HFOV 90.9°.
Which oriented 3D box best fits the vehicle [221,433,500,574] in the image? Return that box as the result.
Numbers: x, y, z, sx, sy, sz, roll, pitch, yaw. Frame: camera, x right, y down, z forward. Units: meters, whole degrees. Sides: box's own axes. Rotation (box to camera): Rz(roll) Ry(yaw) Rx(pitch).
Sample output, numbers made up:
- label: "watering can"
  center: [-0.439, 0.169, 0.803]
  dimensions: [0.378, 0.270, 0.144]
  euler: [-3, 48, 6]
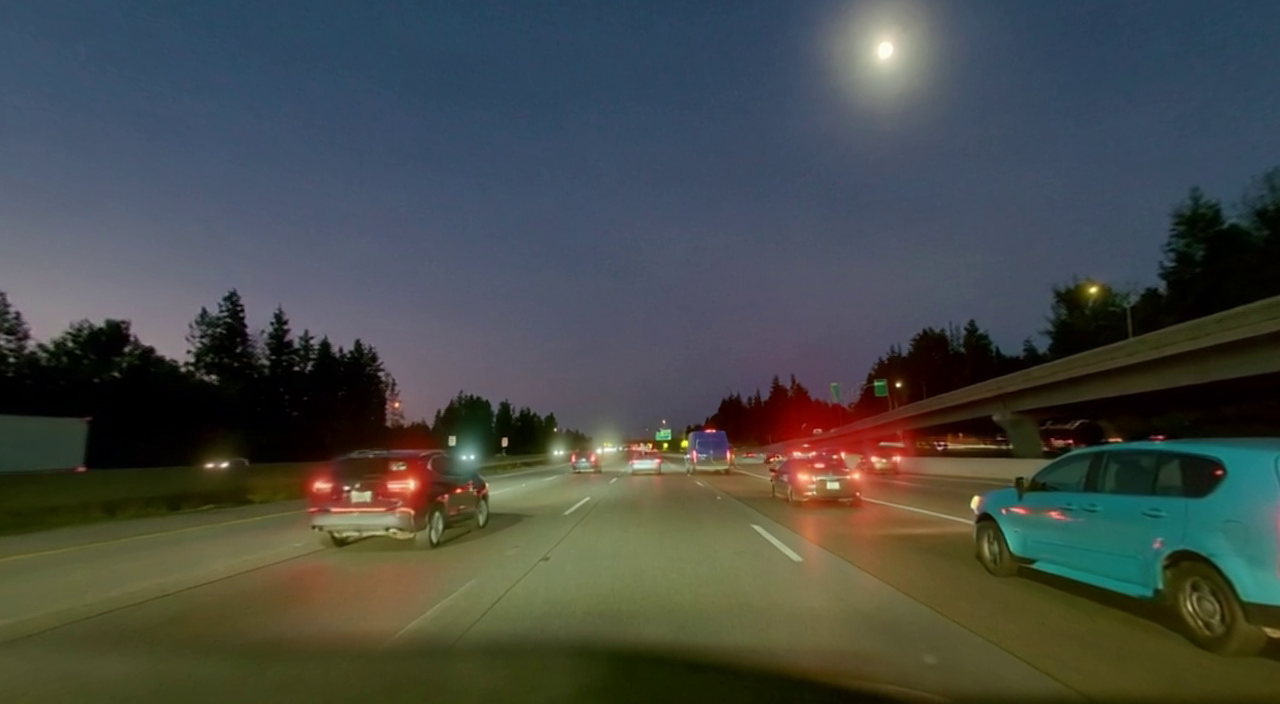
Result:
- label: "vehicle"
  center: [-3.580, 1.999, 9.090]
  dimensions: [2.137, 1.562, 3.926]
  euler: [0, -8, 2]

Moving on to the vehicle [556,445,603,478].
- label: "vehicle"
  center: [-3.303, 6.093, 35.366]
  dimensions: [2.078, 1.706, 4.298]
  euler: [-1, -8, 2]

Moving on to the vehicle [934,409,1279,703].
- label: "vehicle"
  center: [4.172, 1.255, 4.374]
  dimensions: [2.085, 1.558, 4.466]
  euler: [0, -9, 0]

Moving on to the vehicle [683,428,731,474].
- label: "vehicle"
  center: [4.244, 6.459, 41.316]
  dimensions: [2.436, 2.745, 6.607]
  euler: [0, -9, 0]

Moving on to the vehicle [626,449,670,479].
- label: "vehicle"
  center: [0.391, 5.908, 33.461]
  dimensions: [2.174, 1.467, 4.005]
  euler: [0, -8, 0]
